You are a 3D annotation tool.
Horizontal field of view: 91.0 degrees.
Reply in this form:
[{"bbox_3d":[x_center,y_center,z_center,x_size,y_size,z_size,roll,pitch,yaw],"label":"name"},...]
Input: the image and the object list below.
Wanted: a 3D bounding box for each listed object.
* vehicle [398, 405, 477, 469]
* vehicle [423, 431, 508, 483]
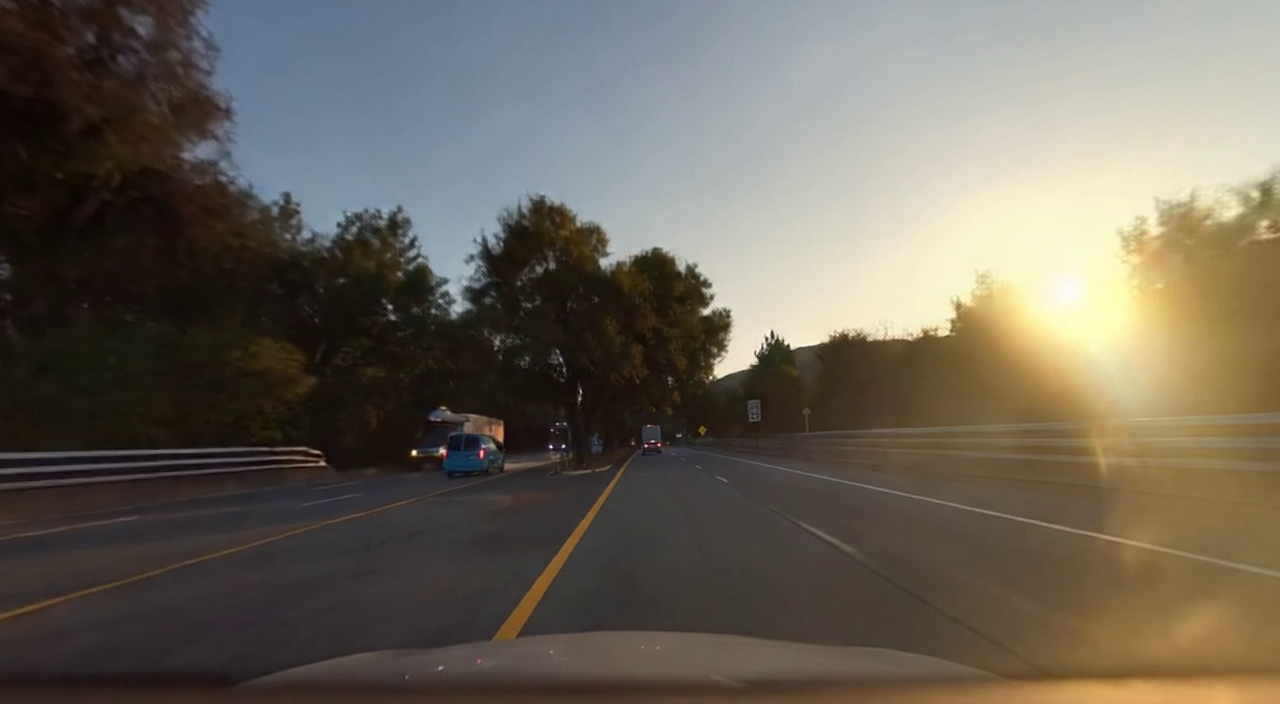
[{"bbox_3d":[-13.928,5.937,43.862,3.090,4.025,6.471,1,-8,1],"label":"vehicle"},{"bbox_3d":[-6.925,4.210,25.506,2.068,1.897,4.372,-1,-8,2],"label":"vehicle"}]
